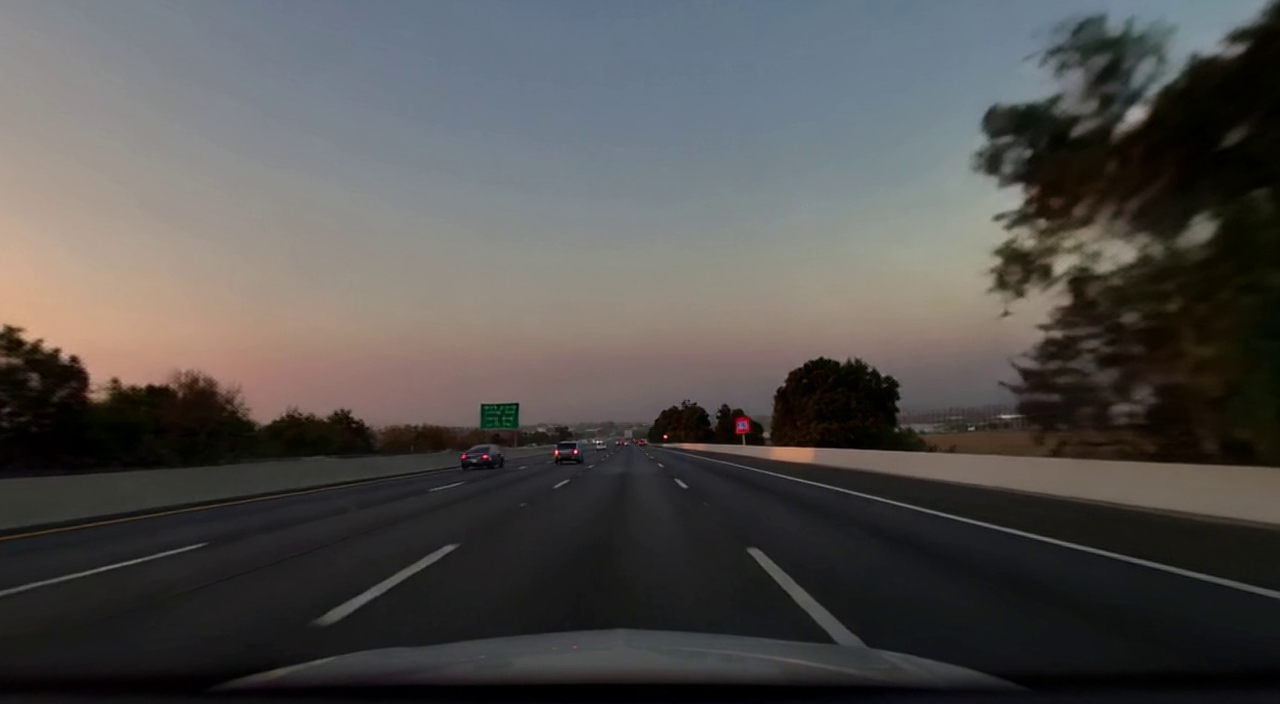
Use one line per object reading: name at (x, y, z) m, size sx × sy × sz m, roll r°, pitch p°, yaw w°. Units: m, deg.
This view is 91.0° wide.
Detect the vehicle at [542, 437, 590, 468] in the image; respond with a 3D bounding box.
vehicle at (-4.259, 5.859, 37.061) m, size 2.200 × 1.662 × 5.091 m, roll -1°, pitch -8°, yaw 0°

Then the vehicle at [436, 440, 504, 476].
vehicle at (-7.985, 5.009, 30.080) m, size 1.924 × 1.519 × 4.791 m, roll -1°, pitch -8°, yaw 0°
